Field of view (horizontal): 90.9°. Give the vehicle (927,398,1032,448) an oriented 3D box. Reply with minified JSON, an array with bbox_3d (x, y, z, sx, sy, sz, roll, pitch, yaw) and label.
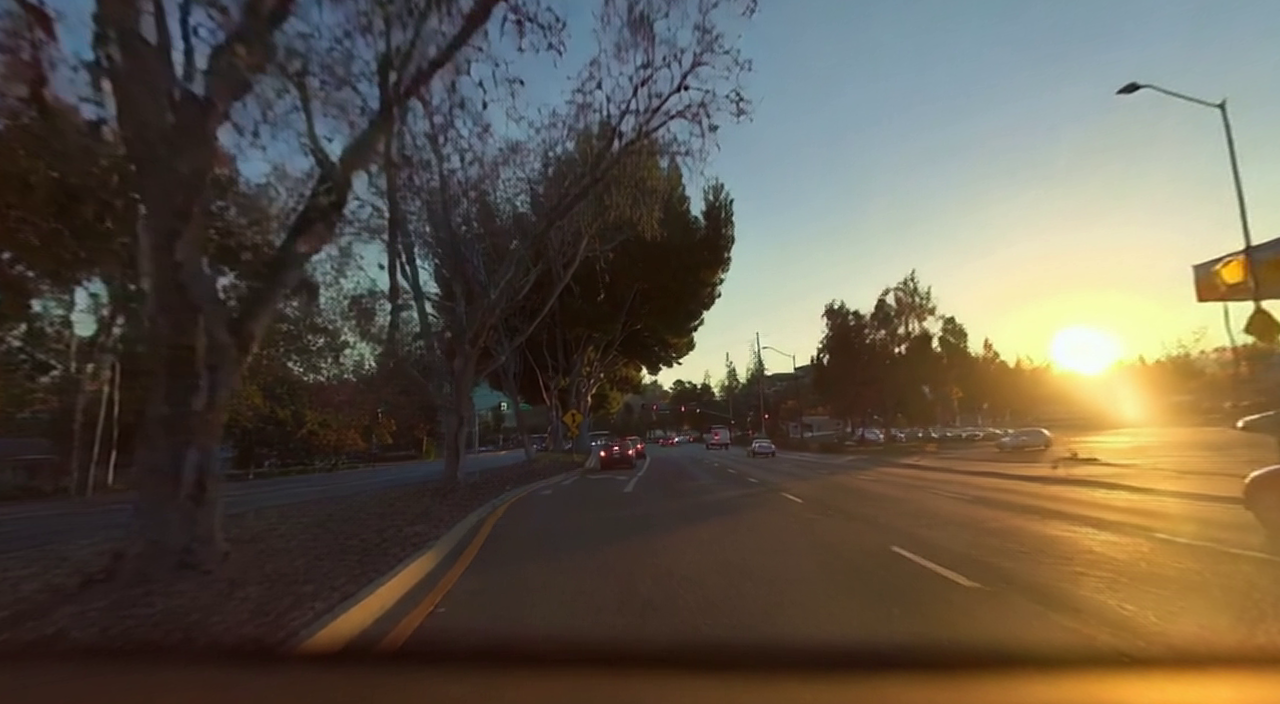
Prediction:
[{"bbox_3d":[26.146,5.535,48.505,7.827,3.570,3.121,5,-9,-27],"label":"vehicle"}]

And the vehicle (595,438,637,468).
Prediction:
[{"bbox_3d":[-1.220,5.404,33.683,2.032,1.461,4.173,0,-9,0],"label":"vehicle"}]

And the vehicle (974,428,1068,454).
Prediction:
[{"bbox_3d":[22.856,5.412,38.002,1.784,1.472,4.532,4,-10,-25],"label":"vehicle"}]

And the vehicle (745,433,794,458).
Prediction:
[{"bbox_3d":[9.218,6.729,45.273,1.991,1.695,4.357,1,-9,-9],"label":"vehicle"}]
